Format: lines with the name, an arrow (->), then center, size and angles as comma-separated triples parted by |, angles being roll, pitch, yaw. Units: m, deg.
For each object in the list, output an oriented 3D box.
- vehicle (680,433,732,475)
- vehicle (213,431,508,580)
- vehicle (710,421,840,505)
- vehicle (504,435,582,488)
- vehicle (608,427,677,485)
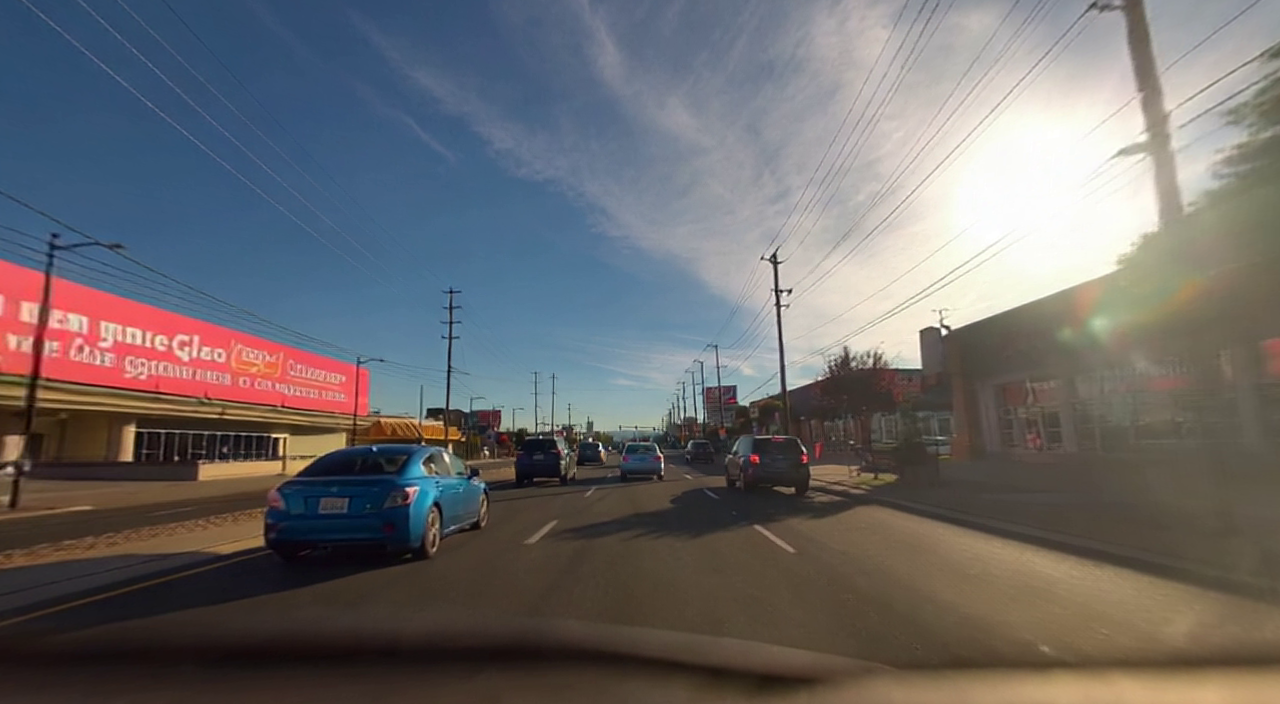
vehicle -> 3.184, 5.000, 31.287 | 2.026, 1.904, 4.102 | 0, -8, -2
vehicle -> -3.322, 1.890, 8.732 | 2.022, 1.498, 4.471 | 0, -8, 0
vehicle -> 3.334, 2.869, 16.800 | 2.282, 1.897, 4.915 | 0, -8, -1
vehicle -> -3.227, 3.728, 21.838 | 2.051, 1.671, 3.861 | 0, -8, 0
vehicle -> 0.065, 3.820, 23.394 | 2.326, 1.925, 4.253 | 0, -8, -1
